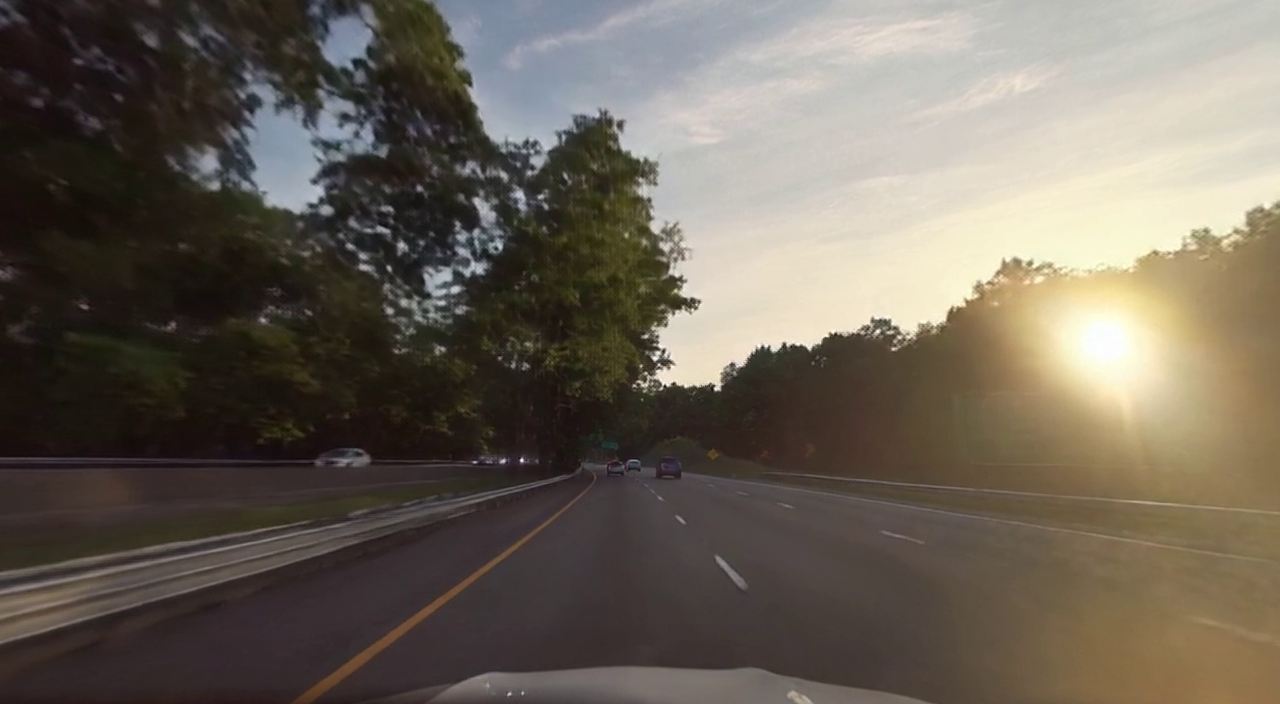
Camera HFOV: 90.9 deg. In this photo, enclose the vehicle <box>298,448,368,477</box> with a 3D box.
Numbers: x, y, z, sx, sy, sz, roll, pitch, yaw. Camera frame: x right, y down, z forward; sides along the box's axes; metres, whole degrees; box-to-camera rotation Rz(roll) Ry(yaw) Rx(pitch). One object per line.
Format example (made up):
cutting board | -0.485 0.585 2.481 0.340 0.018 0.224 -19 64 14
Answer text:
vehicle | -17.853 6.474 36.896 2.005 1.547 4.120 1 -10 -1
